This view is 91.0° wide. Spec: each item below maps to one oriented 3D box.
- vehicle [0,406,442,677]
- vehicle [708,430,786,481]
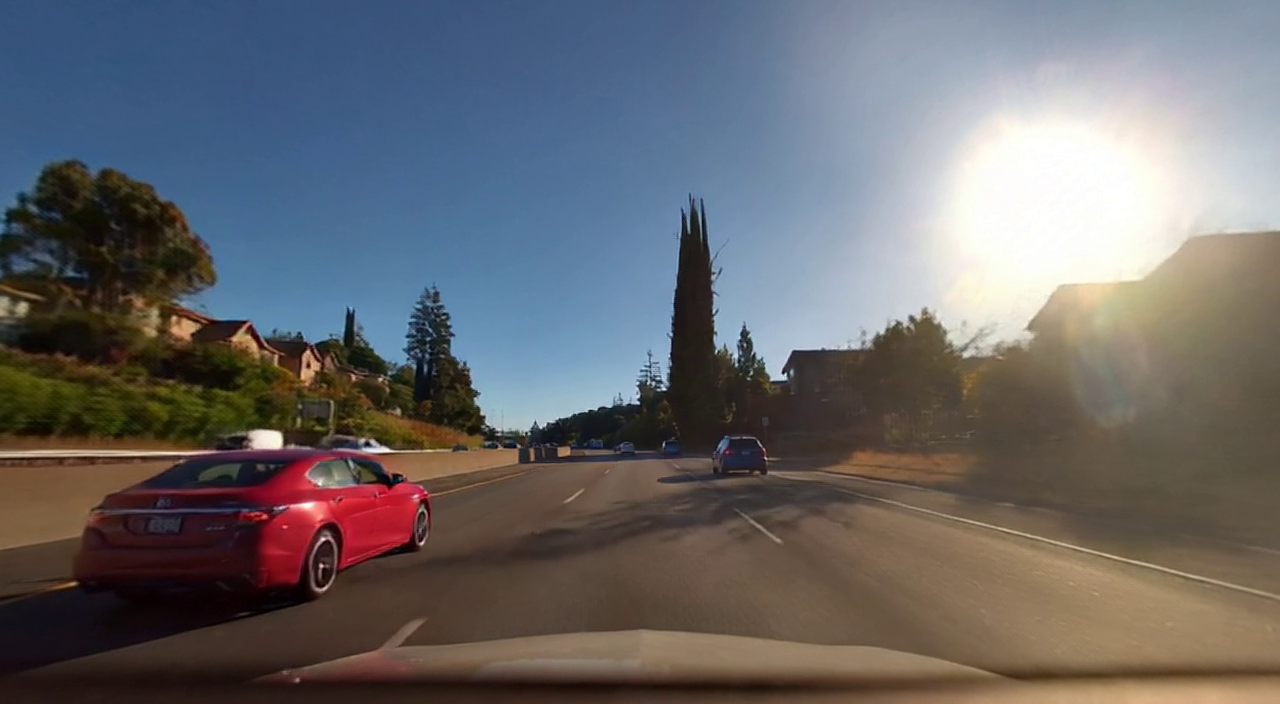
[{"bbox_3d":[-3.597,1.407,5.852,2.036,1.528,4.400,0,-9,0],"label":"vehicle"},{"bbox_3d":[3.810,3.787,23.231,2.092,1.686,4.188,0,-9,-1],"label":"vehicle"}]
